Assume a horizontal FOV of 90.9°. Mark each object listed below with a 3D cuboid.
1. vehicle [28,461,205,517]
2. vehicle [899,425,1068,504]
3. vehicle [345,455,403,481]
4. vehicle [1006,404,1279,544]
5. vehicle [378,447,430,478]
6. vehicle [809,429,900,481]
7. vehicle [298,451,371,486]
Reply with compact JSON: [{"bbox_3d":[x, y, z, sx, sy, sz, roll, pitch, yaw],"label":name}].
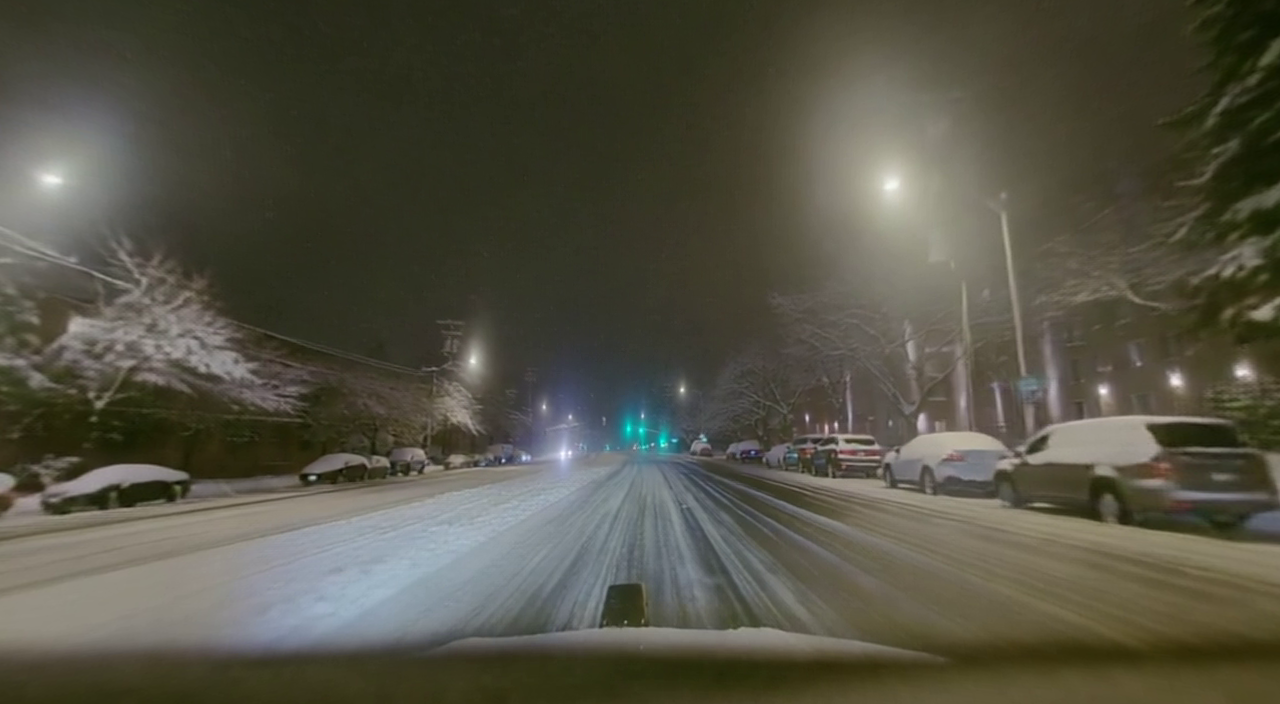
[{"bbox_3d":[-16.947,4.415,20.801,1.868,1.470,4.652,-1,-9,0],"label":"vehicle"},{"bbox_3d":[9.756,3.238,18.541,2.088,1.973,5.003,0,-9,-1],"label":"vehicle"},{"bbox_3d":[-16.685,7.297,39.783,1.740,1.442,4.678,-1,-9,-1],"label":"vehicle"},{"bbox_3d":[9.659,2.218,12.104,2.169,2.043,5.484,-1,-9,3],"label":"vehicle"},{"bbox_3d":[-16.698,7.810,44.897,2.046,1.945,4.688,-1,-7,-2],"label":"vehicle"},{"bbox_3d":[9.827,4.812,29.518,2.115,2.151,5.826,0,-9,-1],"label":"vehicle"},{"bbox_3d":[-16.838,6.408,34.990,1.913,1.744,4.478,-1,-9,-2],"label":"vehicle"}]
